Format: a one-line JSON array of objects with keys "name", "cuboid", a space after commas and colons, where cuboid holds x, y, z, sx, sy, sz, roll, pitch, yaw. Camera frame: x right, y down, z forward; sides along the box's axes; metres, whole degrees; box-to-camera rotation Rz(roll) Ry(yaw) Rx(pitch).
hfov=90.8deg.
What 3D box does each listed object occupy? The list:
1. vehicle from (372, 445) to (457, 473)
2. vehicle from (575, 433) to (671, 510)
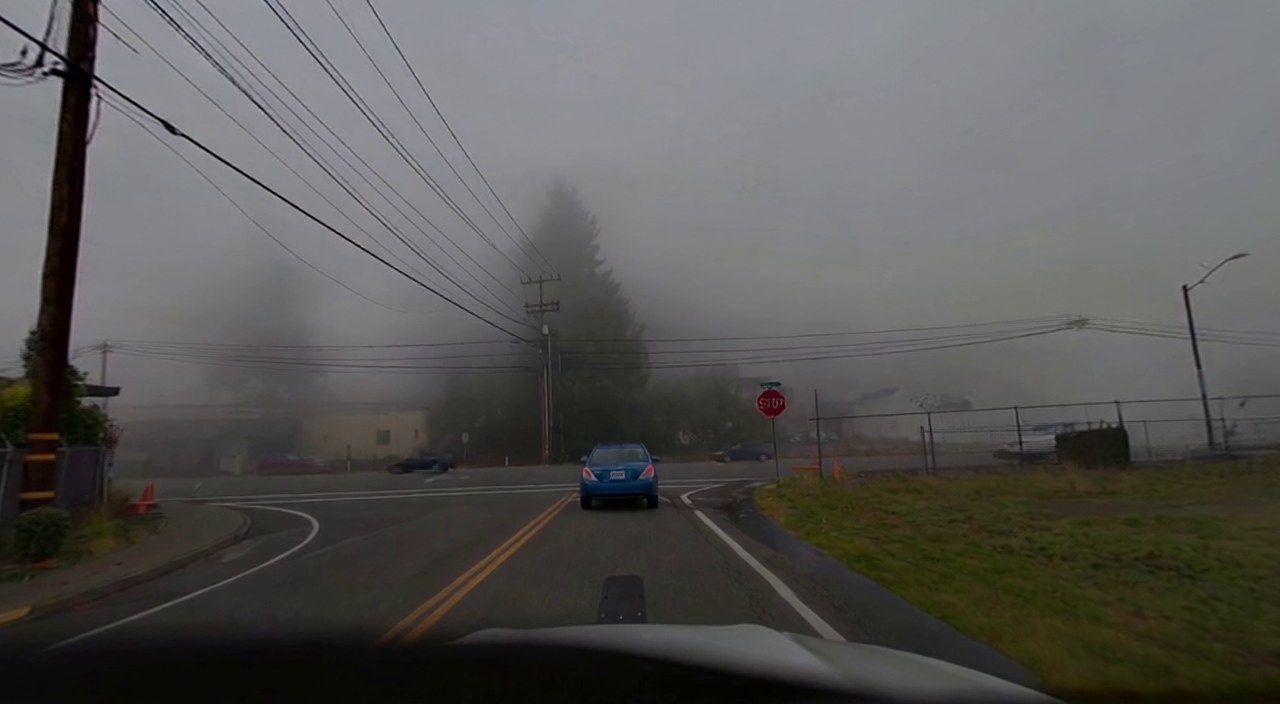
[{"name": "vehicle", "cuboid": [-13.975, 6.645, 39.353, 4.667, 1.614, 1.820, 1, -8, -8]}, {"name": "vehicle", "cuboid": [-0.504, 2.986, 16.311, 2.137, 1.698, 4.166, 0, -8, -4]}]
